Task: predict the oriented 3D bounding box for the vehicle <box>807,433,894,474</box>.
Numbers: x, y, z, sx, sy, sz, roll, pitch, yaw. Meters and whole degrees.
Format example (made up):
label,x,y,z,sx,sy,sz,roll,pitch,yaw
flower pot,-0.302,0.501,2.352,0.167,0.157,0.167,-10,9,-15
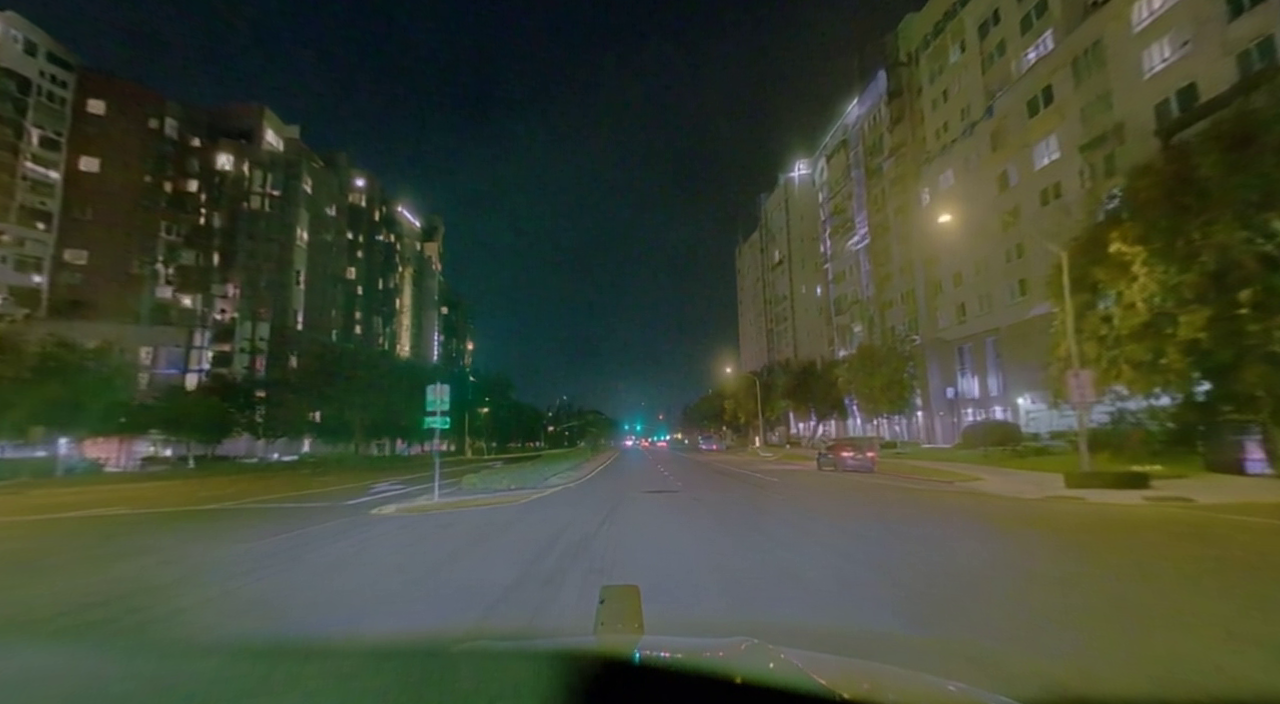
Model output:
label,x,y,z,sx,sy,sz,roll,pitch,yaw
vehicle,9.777,4.756,29.839,2.065,1.732,5.036,1,-8,-4
